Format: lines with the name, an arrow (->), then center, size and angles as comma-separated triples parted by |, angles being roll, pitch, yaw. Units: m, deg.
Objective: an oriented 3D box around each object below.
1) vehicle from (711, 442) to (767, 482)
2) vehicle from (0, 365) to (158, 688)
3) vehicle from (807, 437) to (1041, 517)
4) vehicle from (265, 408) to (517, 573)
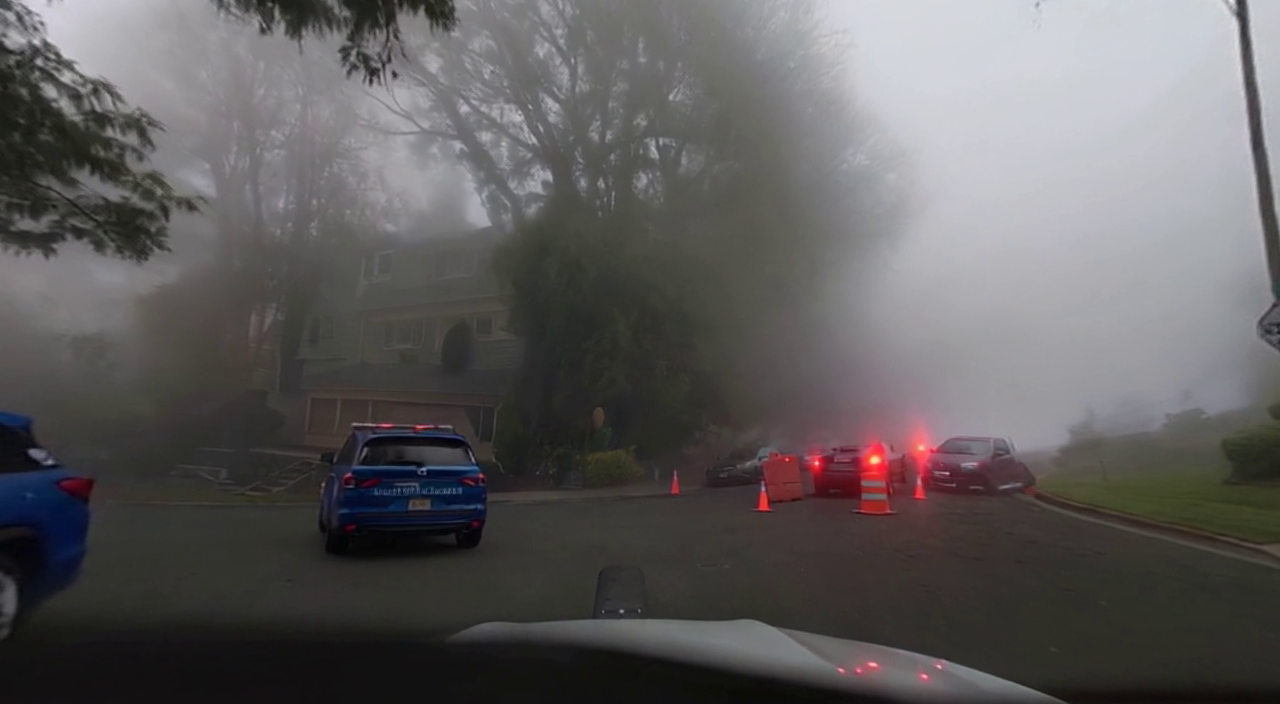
vehicle -> 4.811, 5.188, 30.241 | 2.014, 1.742, 4.297 | -3, -9, 16
vehicle -> -4.819, 0.868, 2.547 | 2.471, 1.892, 4.952 | 1, -9, -10
vehicle -> 6.621, 2.850, 14.925 | 4.656, 1.577, 2.099 | 1, -8, -15
vehicle -> -3.773, 1.824, 9.158 | 2.350, 1.748, 4.094 | 6, -10, -36
